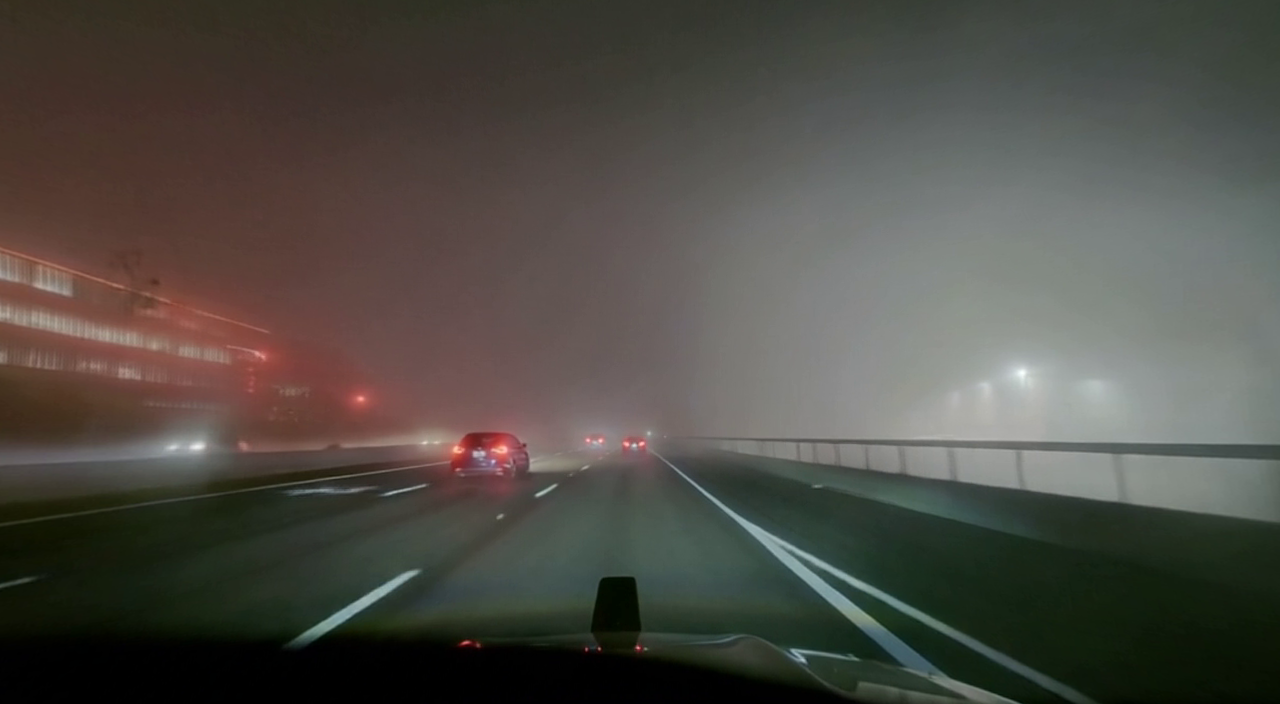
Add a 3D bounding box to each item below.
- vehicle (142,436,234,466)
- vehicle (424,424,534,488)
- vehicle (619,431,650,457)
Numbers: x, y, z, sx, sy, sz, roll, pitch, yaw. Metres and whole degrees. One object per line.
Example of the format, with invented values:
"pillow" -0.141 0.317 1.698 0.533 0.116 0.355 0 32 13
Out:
"vehicle" -24.810 5.410 34.705 1.896 1.505 4.243 -1 -8 1
"vehicle" -4.495 2.962 18.332 2.036 1.612 4.510 0 -8 -1
"vehicle" -0.380 6.213 42.537 2.036 1.637 4.009 0 -8 -1
